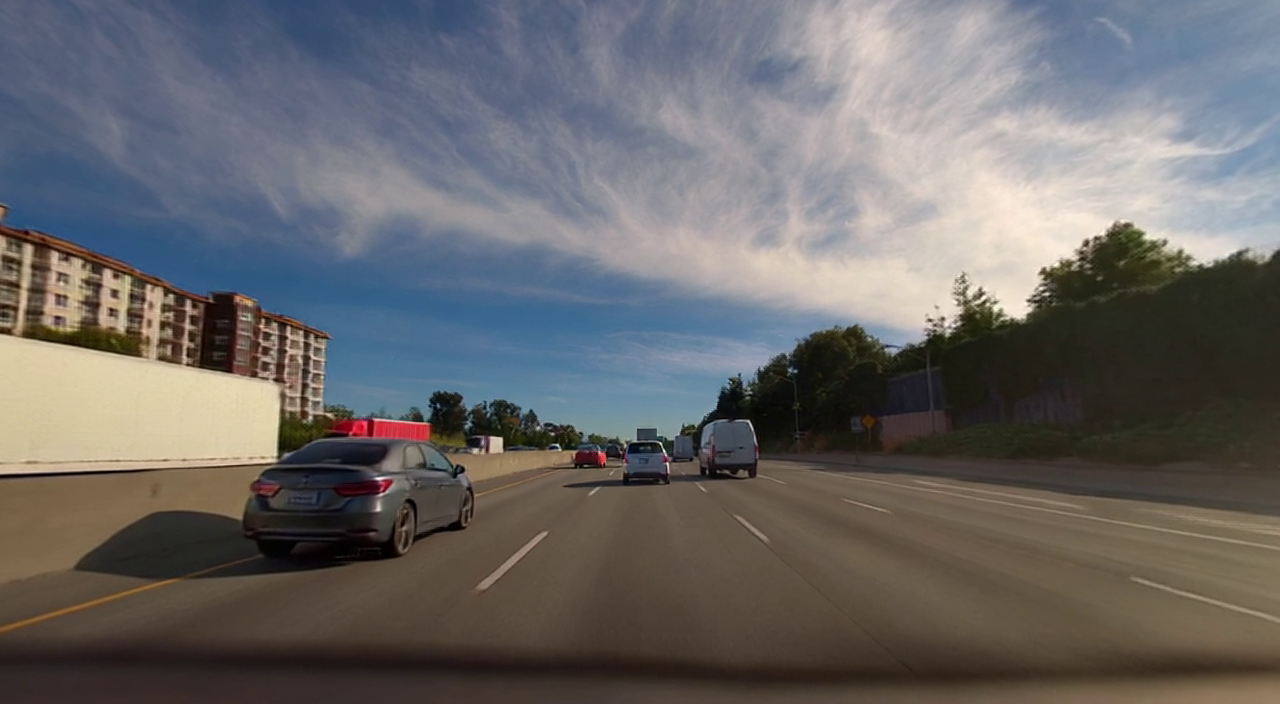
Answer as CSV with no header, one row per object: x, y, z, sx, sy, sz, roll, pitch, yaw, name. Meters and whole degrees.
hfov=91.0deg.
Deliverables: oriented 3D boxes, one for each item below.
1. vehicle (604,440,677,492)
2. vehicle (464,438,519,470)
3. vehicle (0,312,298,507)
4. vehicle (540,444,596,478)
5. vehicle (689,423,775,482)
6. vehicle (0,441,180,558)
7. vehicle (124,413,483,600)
0.000,3.555,19.898,2.053,1.461,3.941,0,-9,0,vehicle
-8.824,6.121,37.836,2.187,1.776,4.518,0,-9,0,vehicle
-15.239,1.720,16.760,2.880,4.167,16.544,0,-9,1,vehicle
-3.303,5.079,29.687,2.062,1.459,4.365,0,-9,1,vehicle
3.507,3.985,25.197,2.460,2.086,5.576,0,-9,-1,vehicle
-9.018,1.964,8.632,1.937,1.450,4.569,0,-9,0,vehicle
-3.457,1.667,7.651,1.956,1.602,4.258,0,-9,1,vehicle
